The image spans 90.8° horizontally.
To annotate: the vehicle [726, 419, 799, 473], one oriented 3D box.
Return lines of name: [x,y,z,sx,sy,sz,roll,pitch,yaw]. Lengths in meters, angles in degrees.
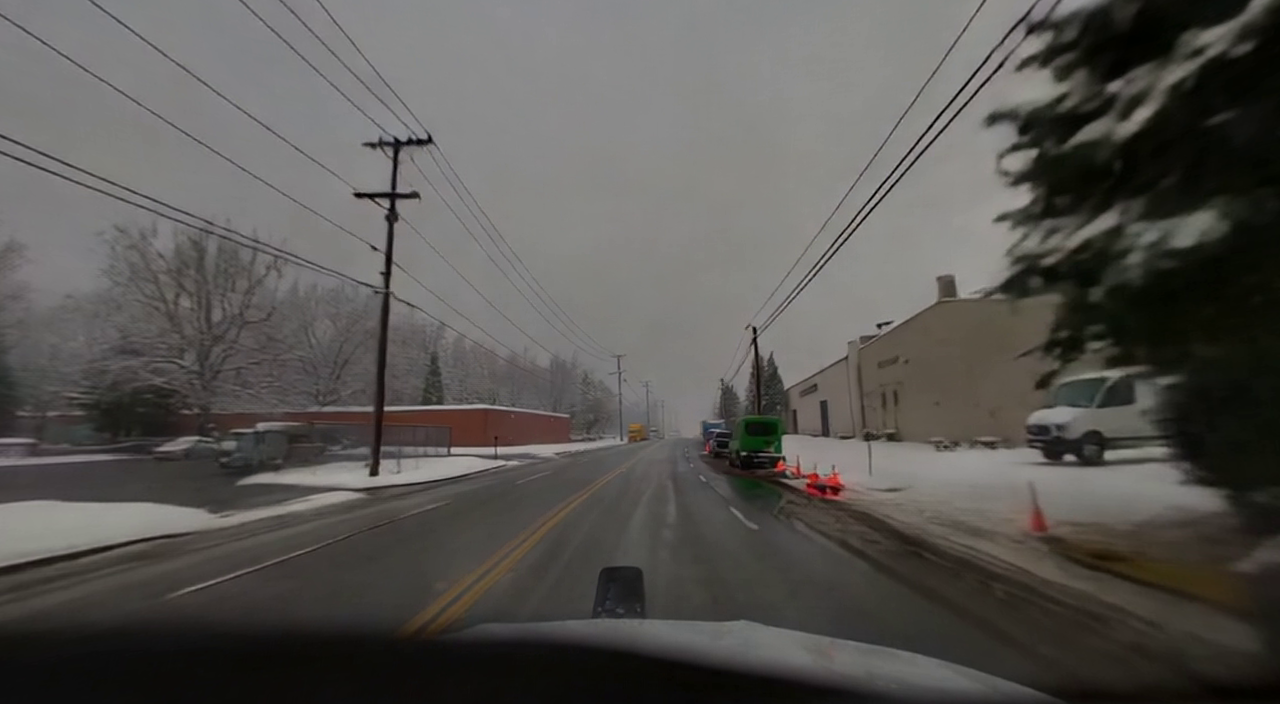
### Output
vehicle: [4.848,3.802,25.844,2.010,1.985,5.124,-1,-8,1]

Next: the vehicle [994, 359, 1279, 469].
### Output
vehicle: [12.574,1.574,15.673,6.092,2.433,2.196,-2,-8,4]

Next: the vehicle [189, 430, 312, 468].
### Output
vehicle: [-18.474,4.616,30.335,2.102,1.628,5.130,-2,-8,10]
